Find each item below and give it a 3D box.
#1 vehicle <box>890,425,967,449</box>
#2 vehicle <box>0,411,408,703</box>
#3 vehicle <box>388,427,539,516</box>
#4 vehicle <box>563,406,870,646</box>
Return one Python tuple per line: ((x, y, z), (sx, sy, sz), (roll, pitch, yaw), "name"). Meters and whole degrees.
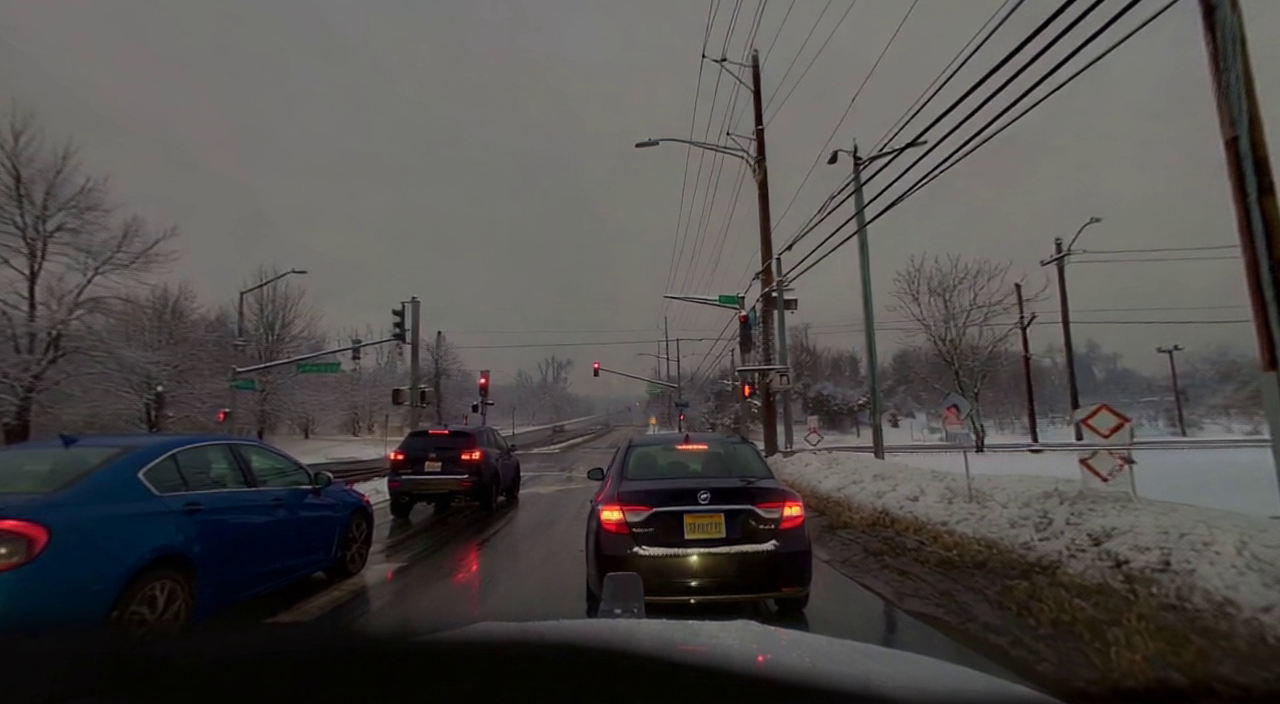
((21.296, 6.315, 46.788), (4.544, 1.762, 2.272), (0, -9, 1), "vehicle")
((-3.706, 1.345, 5.140), (1.956, 1.468, 4.585), (0, -9, -1), "vehicle")
((-3.335, 2.345, 12.850), (1.984, 1.505, 4.047), (0, -9, -1), "vehicle")
((0.407, 1.419, 6.141), (1.998, 1.529, 3.960), (0, -9, -3), "vehicle")
